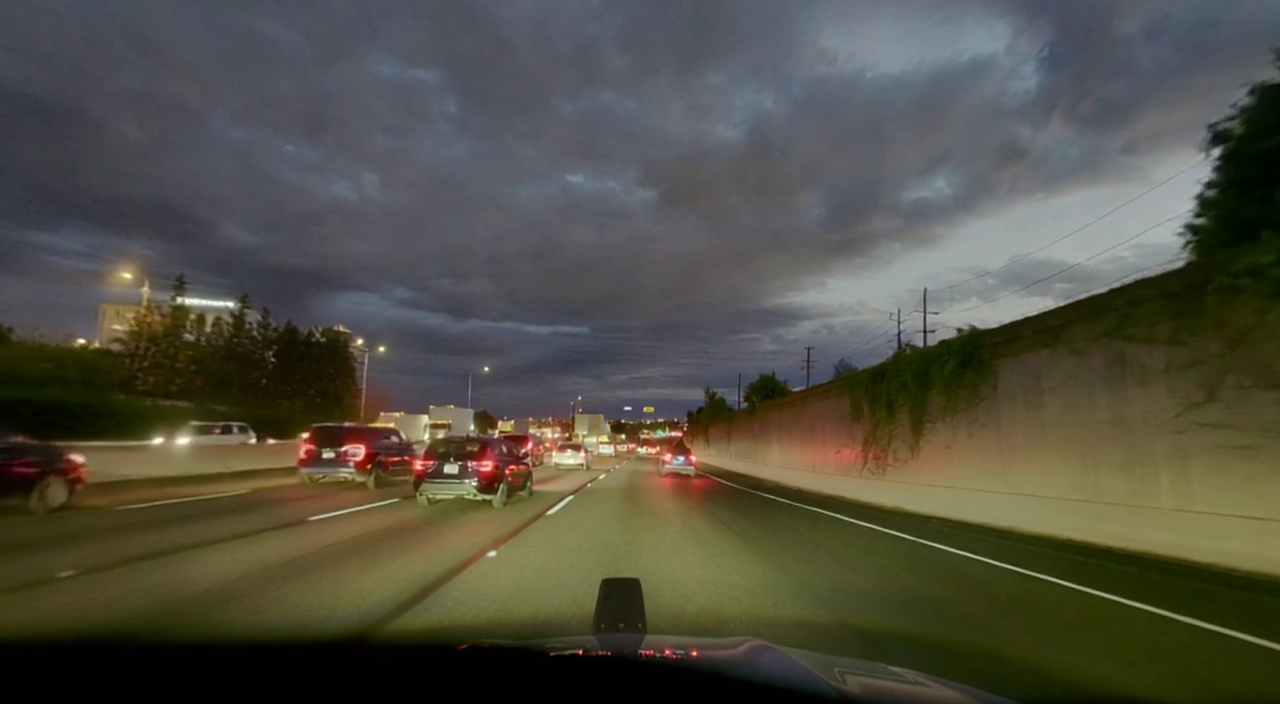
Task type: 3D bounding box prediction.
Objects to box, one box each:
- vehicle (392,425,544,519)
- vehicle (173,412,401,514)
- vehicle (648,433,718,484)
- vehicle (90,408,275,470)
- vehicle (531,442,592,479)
[{"bbox_3d":[-3.556,2.574,14.040,2.026,1.719,4.490,0,-9,1],"label":"vehicle"},{"bbox_3d":[-7.275,2.360,13.772,2.222,1.825,4.640,0,-9,0],"label":"vehicle"},{"bbox_3d":[1.887,5.013,29.992,2.793,2.132,5.682,1,-9,-1],"label":"vehicle"},{"bbox_3d":[-16.059,3.184,22.733,2.235,1.923,5.808,0,-9,1],"label":"vehicle"},{"bbox_3d":[-3.437,4.894,28.637,2.049,1.530,4.707,0,-9,1],"label":"vehicle"}]
